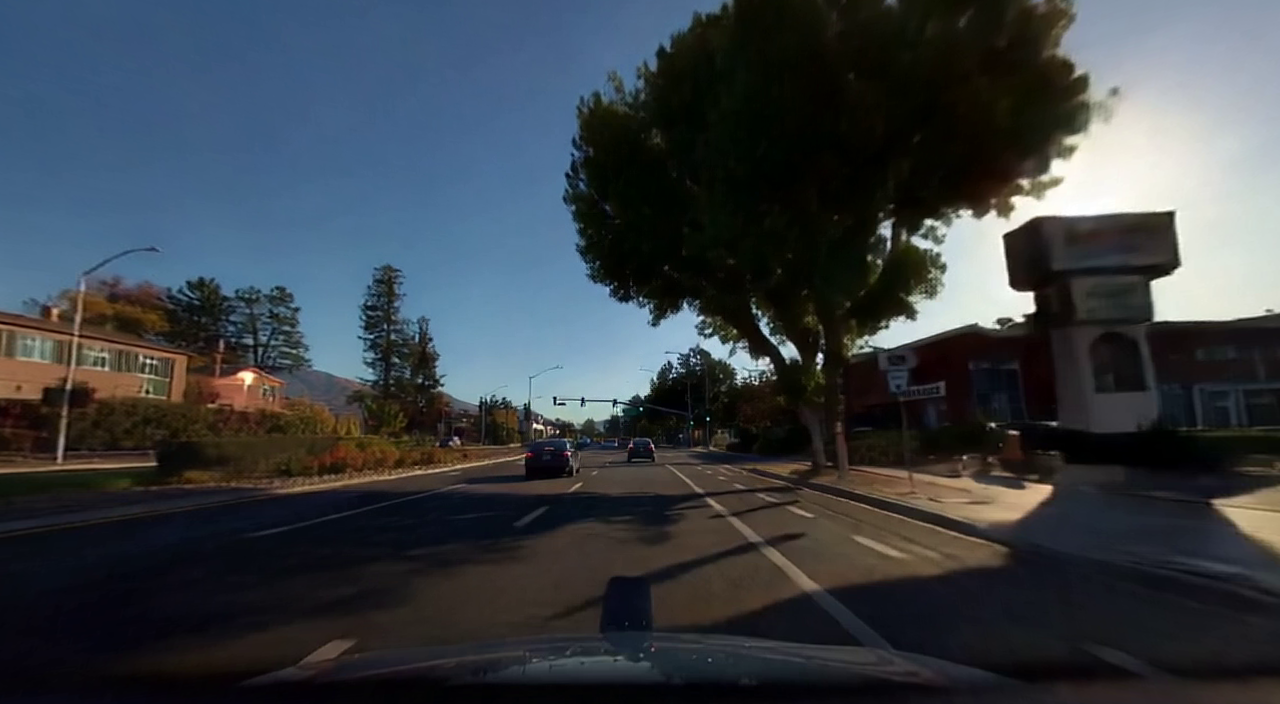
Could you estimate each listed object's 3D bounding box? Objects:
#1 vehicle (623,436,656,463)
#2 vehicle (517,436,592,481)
[{"bbox_3d":[0.000,6.712,43.659,2.153,1.764,4.047,0,-8,1],"label":"vehicle"},{"bbox_3d":[-2.986,3.846,23.039,2.015,1.470,4.458,0,-8,1],"label":"vehicle"}]
